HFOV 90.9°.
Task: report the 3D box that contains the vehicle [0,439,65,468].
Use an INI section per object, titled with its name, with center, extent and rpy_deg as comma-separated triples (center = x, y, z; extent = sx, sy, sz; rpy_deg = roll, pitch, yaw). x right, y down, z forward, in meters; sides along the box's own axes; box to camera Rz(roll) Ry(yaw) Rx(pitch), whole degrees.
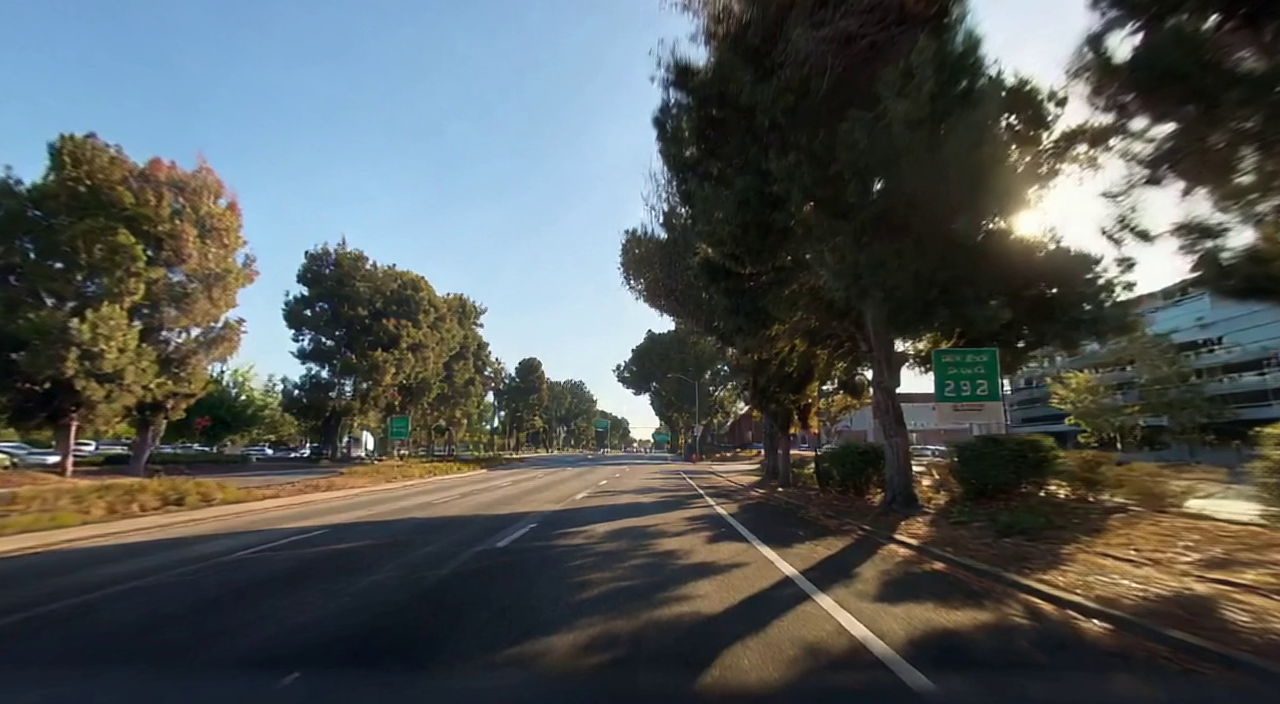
[vehicle]
center = -36.861, 5.970, 37.190
extent = 4.142, 1.623, 1.888
rpy_deg = -1, -8, 4
